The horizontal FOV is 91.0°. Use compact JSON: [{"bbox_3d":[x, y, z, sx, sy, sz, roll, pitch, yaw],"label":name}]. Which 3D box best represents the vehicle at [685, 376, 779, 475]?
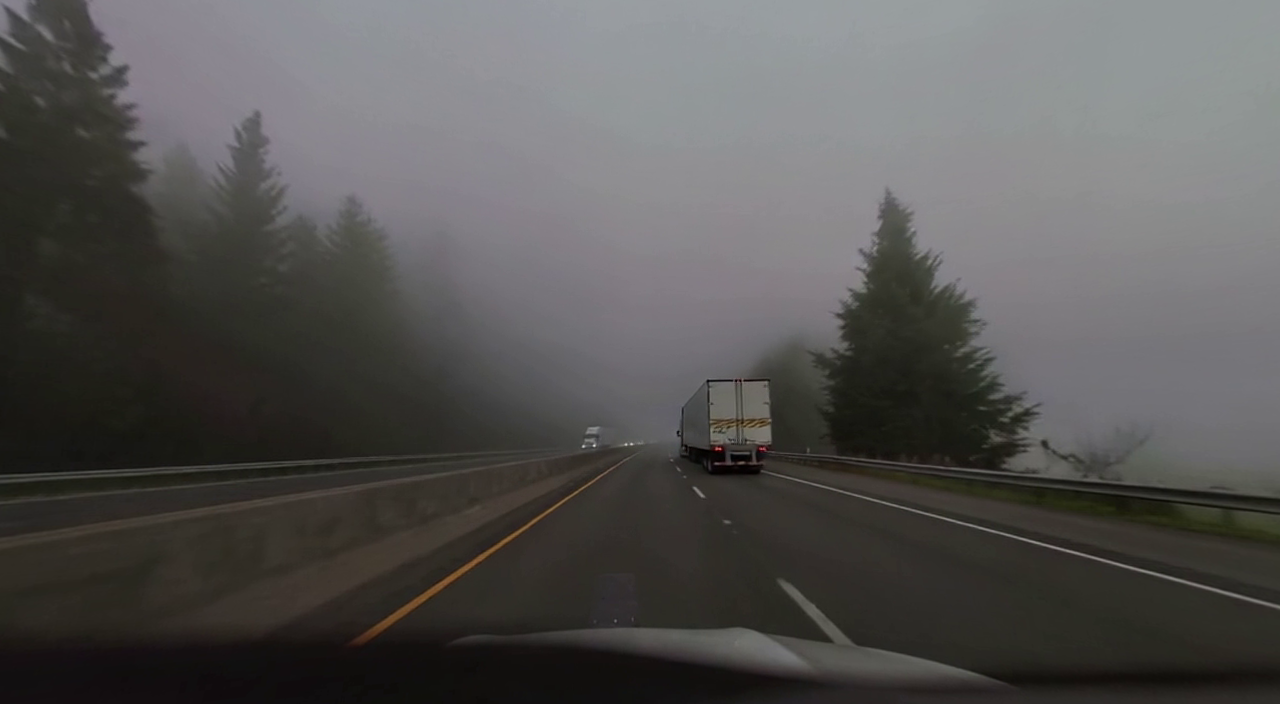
[{"bbox_3d":[4.244,3.951,32.593,2.917,3.995,13.574,-1,-8,1],"label":"vehicle"}]
